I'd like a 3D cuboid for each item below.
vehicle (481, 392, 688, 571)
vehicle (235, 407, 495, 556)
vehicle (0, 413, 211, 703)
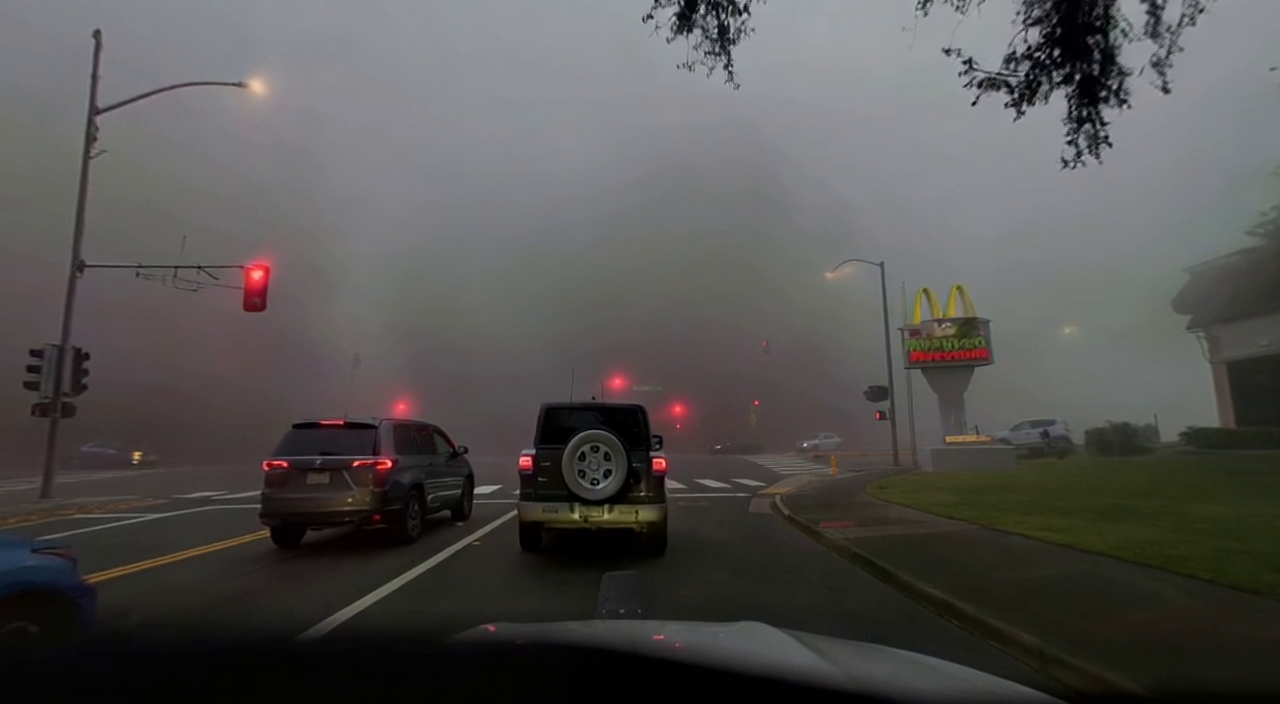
[{"bbox_3d":[-0.667,1.746,9.243,2.224,1.923,4.643,0,-8,-2],"label":"vehicle"},{"bbox_3d":[-3.928,1.937,10.124,2.130,1.819,4.497,0,-8,0],"label":"vehicle"},{"bbox_3d":[-3.886,0.886,1.963,1.941,1.479,4.541,0,-8,-1],"label":"vehicle"}]
